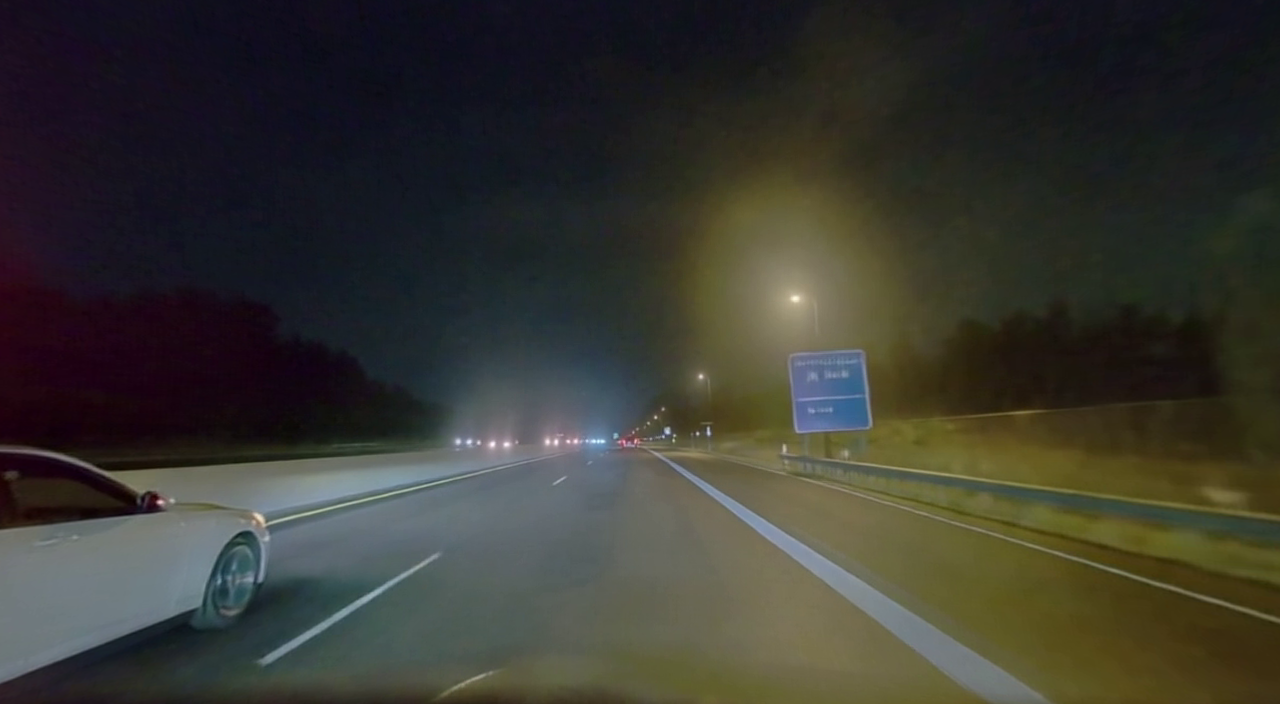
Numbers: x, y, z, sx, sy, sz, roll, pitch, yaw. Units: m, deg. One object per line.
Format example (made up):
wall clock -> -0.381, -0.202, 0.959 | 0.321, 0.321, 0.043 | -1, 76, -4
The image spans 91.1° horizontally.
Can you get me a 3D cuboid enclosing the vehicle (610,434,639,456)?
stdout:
vehicle -> -1.091, 6.586, 44.635 | 2.025, 1.519, 3.924 | 0, -8, -1
